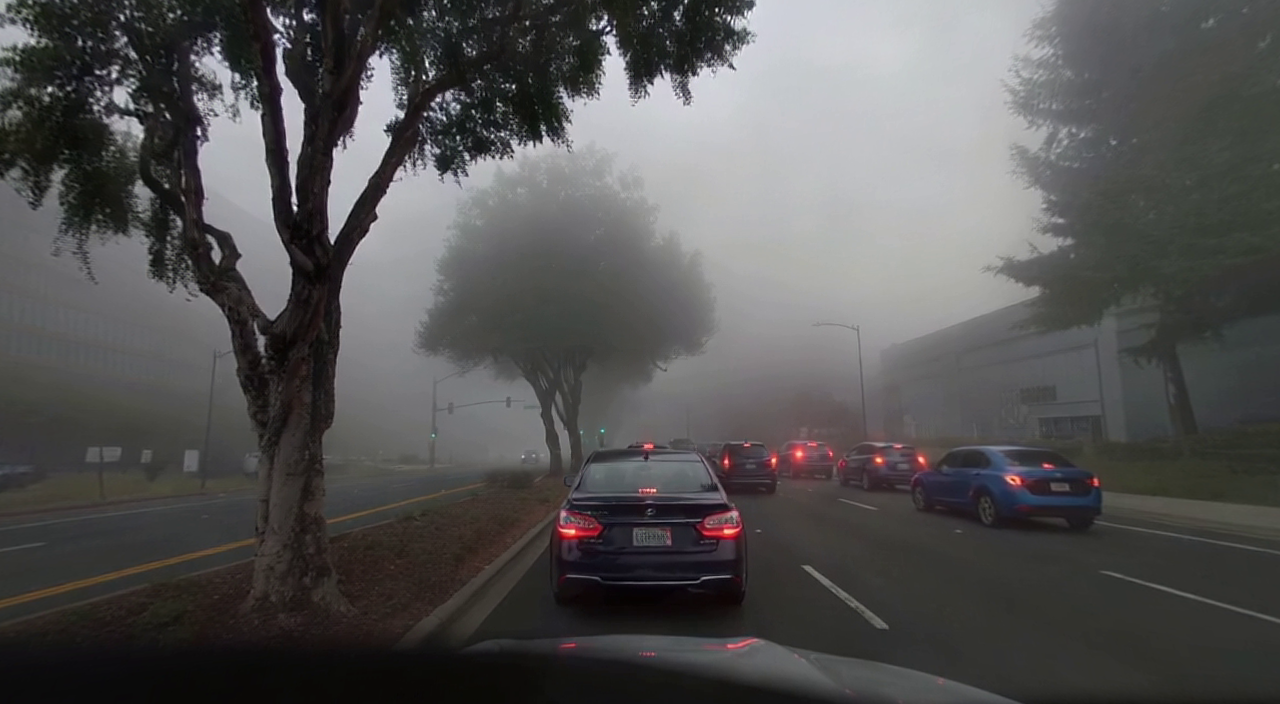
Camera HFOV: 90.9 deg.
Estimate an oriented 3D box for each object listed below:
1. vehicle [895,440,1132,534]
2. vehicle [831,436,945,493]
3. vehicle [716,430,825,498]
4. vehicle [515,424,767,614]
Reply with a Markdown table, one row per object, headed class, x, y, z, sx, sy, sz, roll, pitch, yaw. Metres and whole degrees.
| class | x | y | z | sx | sy | sz | roll | pitch | yaw |
| --- | --- | --- | --- | --- | --- | --- | --- | --- | --- |
| vehicle | 6.841 | 2.470 | 12.266 | 1.911 | 1.468 | 4.417 | 0 | -8 | 0 |
| vehicle | 7.947 | 3.620 | 20.738 | 1.963 | 1.637 | 4.527 | 0 | -8 | 1 |
| vehicle | 3.621 | 3.204 | 18.465 | 2.114 | 1.736 | 4.553 | 0 | -8 | -1 |
| vehicle | -0.025 | 1.635 | 7.203 | 1.977 | 1.465 | 4.376 | 0 | -8 | -1 |
